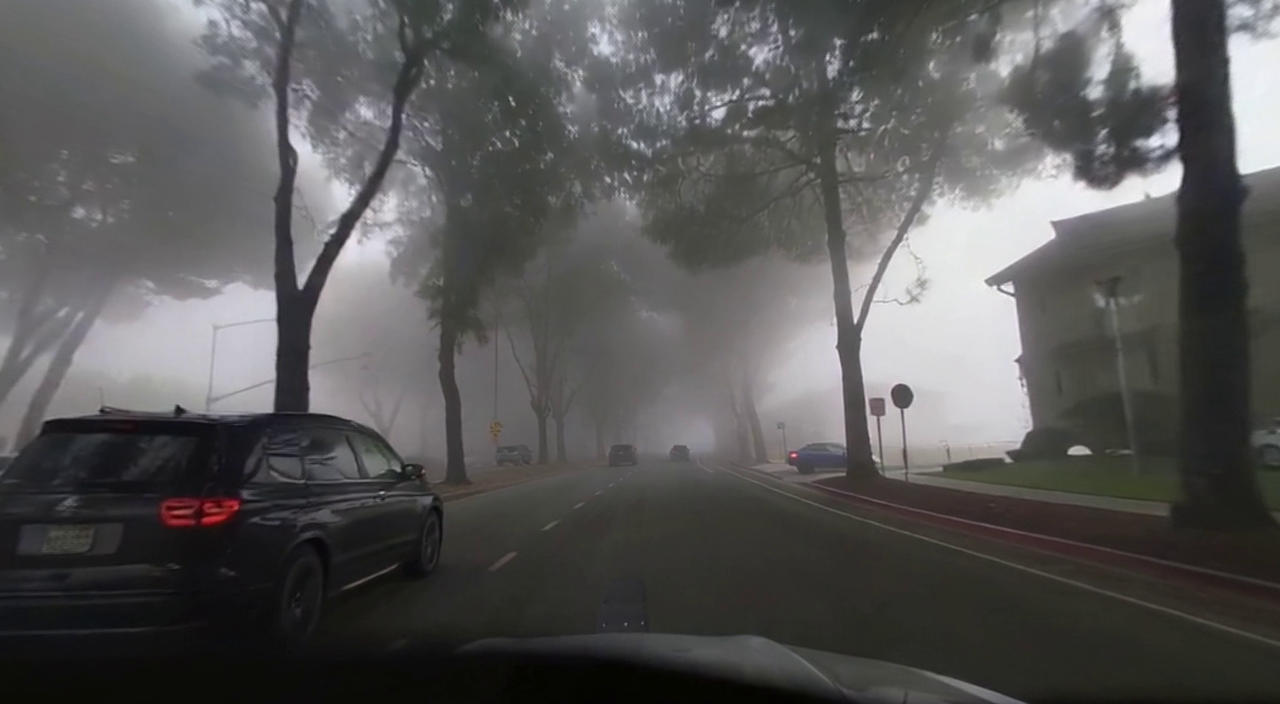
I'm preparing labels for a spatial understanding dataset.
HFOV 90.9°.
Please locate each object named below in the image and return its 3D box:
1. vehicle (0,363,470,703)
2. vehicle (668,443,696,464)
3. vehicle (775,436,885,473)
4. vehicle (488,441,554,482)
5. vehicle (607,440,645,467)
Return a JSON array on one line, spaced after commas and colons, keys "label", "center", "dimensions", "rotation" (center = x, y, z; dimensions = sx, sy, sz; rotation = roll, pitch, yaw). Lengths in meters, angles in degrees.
[{"label": "vehicle", "center": [-3.139, 1.258, 5.414], "dimensions": [2.123, 1.761, 4.322], "rotation": [0, -9, 0]}, {"label": "vehicle", "center": [3.308, 8.008, 49.819], "dimensions": [2.088, 1.597, 4.309], "rotation": [-1, -9, 3]}, {"label": "vehicle", "center": [8.936, 4.901, 30.126], "dimensions": [4.824, 1.646, 2.077], "rotation": [-2, -9, 12]}, {"label": "vehicle", "center": [-5.389, 5.016, 29.126], "dimensions": [1.985, 1.708, 4.310], "rotation": [-1, -9, 4]}, {"label": "vehicle", "center": [-0.940, 7.232, 45.190], "dimensions": [2.255, 1.806, 4.710], "rotation": [-1, -9, 5]}]
